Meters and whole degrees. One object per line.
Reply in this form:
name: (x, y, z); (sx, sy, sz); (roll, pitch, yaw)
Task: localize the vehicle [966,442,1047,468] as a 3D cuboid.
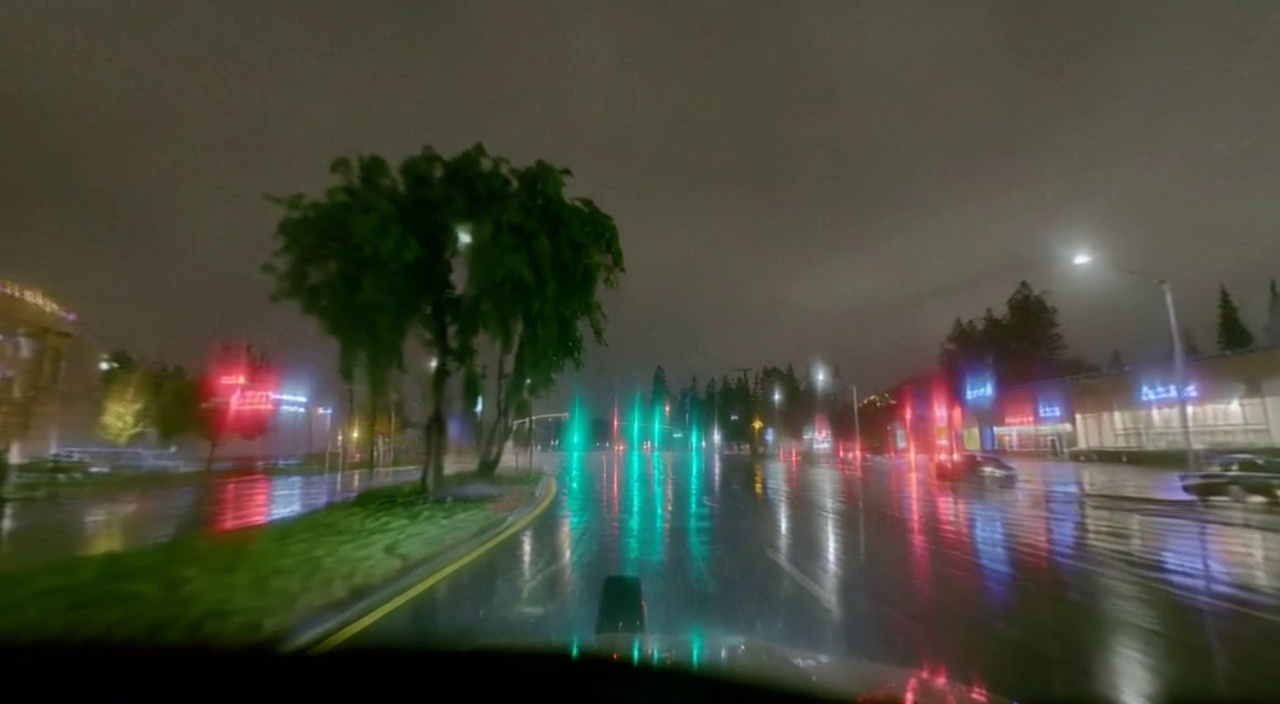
vehicle: (22.591, 6.379, 39.143); (1.791, 1.458, 4.316); (0, -9, -12)

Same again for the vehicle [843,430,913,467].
vehicle: (14.823, 6.092, 39.748); (2.235, 2.016, 5.481); (-2, -9, 0)

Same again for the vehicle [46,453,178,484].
vehicle: (-26.739, 5.885, 32.135); (4.777, 1.469, 1.937); (1, -9, -5)

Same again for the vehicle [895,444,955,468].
vehicle: (17.810, 6.512, 39.677); (1.873, 1.383, 3.754); (0, -9, -3)
